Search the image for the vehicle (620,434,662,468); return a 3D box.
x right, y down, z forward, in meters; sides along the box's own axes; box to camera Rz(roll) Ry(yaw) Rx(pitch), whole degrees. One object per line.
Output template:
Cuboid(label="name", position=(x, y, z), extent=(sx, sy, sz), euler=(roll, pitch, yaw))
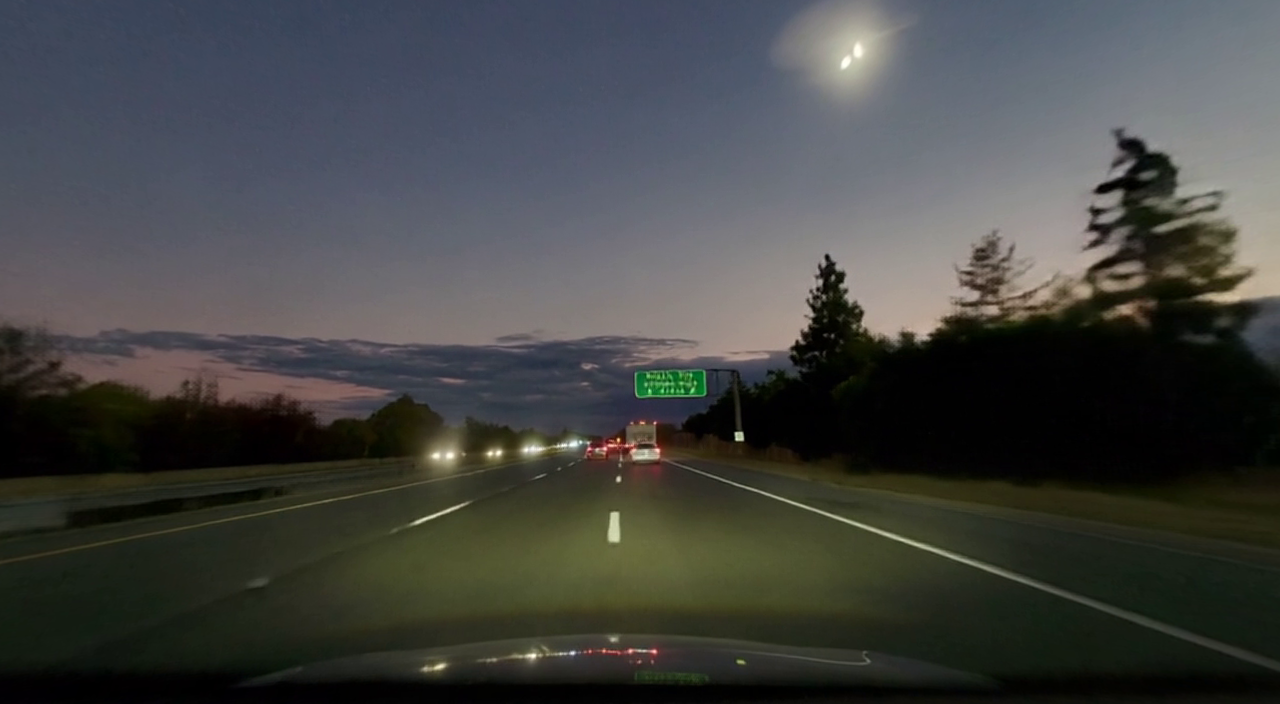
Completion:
Cuboid(label="vehicle", position=(0.000, 5.891, 37.686), extent=(2.139, 1.925, 4.312), euler=(1, -9, -4))
